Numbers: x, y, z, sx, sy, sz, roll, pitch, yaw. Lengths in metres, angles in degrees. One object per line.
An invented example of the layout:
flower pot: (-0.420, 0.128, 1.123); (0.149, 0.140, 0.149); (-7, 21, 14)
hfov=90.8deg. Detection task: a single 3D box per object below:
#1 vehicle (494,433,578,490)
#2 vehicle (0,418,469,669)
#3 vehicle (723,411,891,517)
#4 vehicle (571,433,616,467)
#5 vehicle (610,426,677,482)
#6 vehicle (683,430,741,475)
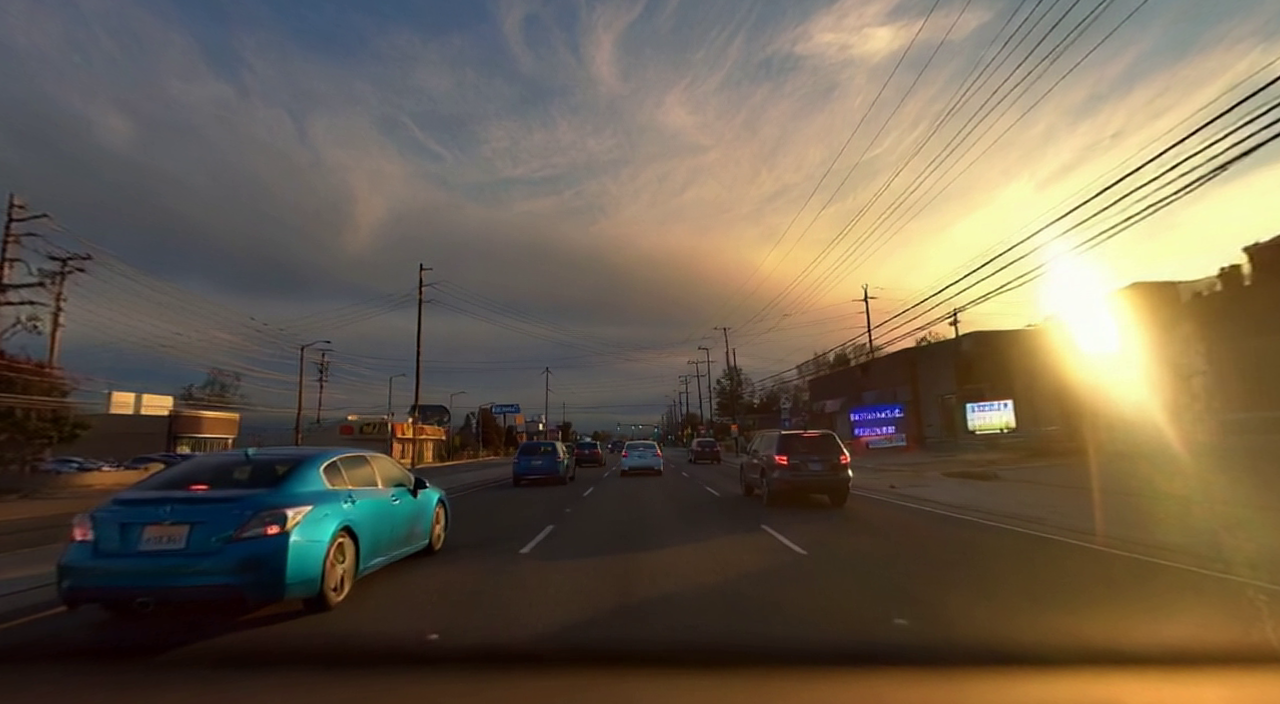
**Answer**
vehicle: (-3.280, 3.526, 20.697); (2.051, 1.671, 3.861); (0, -8, 0)
vehicle: (-3.295, 1.492, 6.132); (2.022, 1.498, 4.471); (0, -8, 0)
vehicle: (3.362, 2.399, 13.990); (2.282, 1.897, 4.915); (0, -8, -1)
vehicle: (-2.890, 6.276, 40.566); (2.405, 2.009, 5.909); (0, -8, 0)
vehicle: (0.090, 3.878, 24.214); (2.326, 1.925, 4.253); (0, -8, -1)
vehicle: (3.168, 4.549, 28.764); (2.026, 1.904, 4.102); (0, -8, -2)
